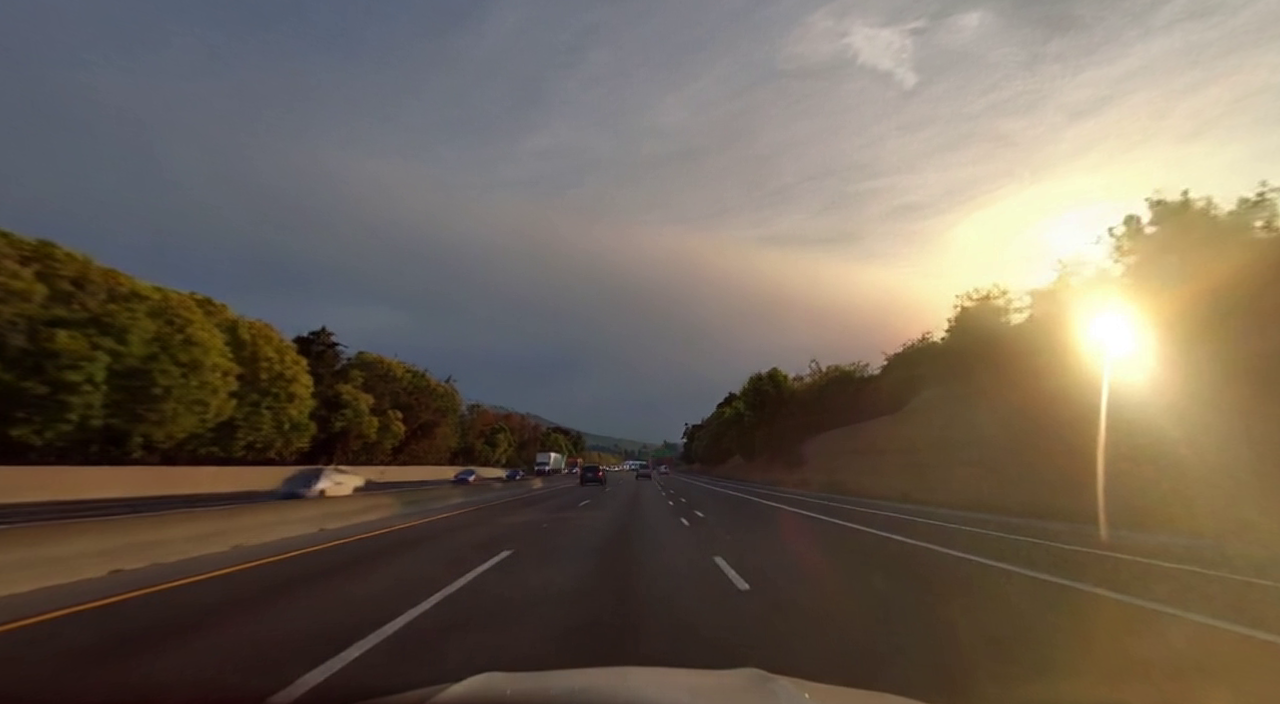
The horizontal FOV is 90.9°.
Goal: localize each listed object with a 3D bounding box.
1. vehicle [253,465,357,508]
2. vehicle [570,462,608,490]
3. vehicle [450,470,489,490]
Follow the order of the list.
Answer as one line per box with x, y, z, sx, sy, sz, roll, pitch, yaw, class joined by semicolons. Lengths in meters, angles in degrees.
-12.610;5.088;24.026;1.839;1.462;3.751;1;-11;0;vehicle
-3.549;8.801;44.839;2.233;1.791;4.981;1;-11;0;vehicle
-12.624;9.507;46.926;1.660;1.407;4.064;1;-11;1;vehicle
